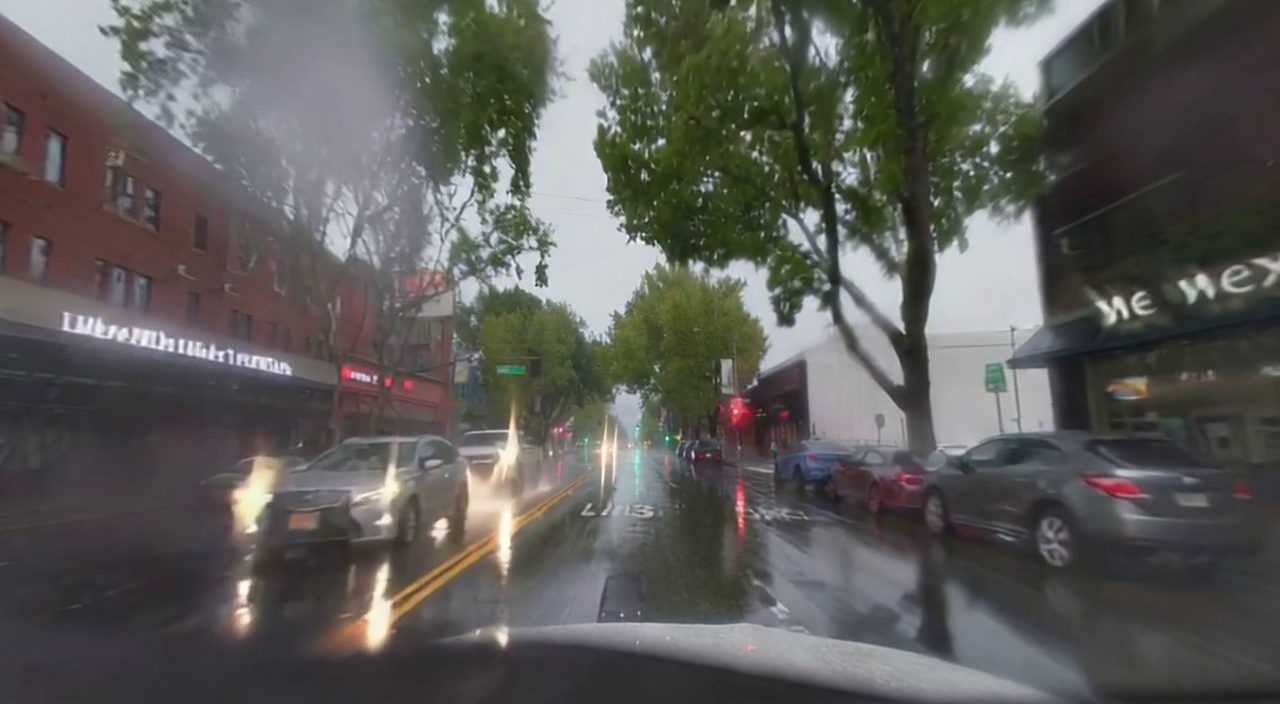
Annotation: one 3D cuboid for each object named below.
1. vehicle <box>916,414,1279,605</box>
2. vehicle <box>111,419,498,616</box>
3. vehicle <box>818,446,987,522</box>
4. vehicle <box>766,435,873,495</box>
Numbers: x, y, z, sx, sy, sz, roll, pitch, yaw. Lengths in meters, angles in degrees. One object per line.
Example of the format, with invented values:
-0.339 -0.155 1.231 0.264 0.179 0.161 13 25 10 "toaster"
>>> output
5.852 1.837 8.405 2.116 1.780 4.682 0 -8 -2 "vehicle"
-3.134 1.622 7.200 2.013 1.527 4.335 0 -8 0 "vehicle"
5.895 2.971 14.953 1.910 1.471 4.758 0 -8 -1 "vehicle"
5.922 3.786 21.590 2.150 1.805 4.870 0 -8 -1 "vehicle"
